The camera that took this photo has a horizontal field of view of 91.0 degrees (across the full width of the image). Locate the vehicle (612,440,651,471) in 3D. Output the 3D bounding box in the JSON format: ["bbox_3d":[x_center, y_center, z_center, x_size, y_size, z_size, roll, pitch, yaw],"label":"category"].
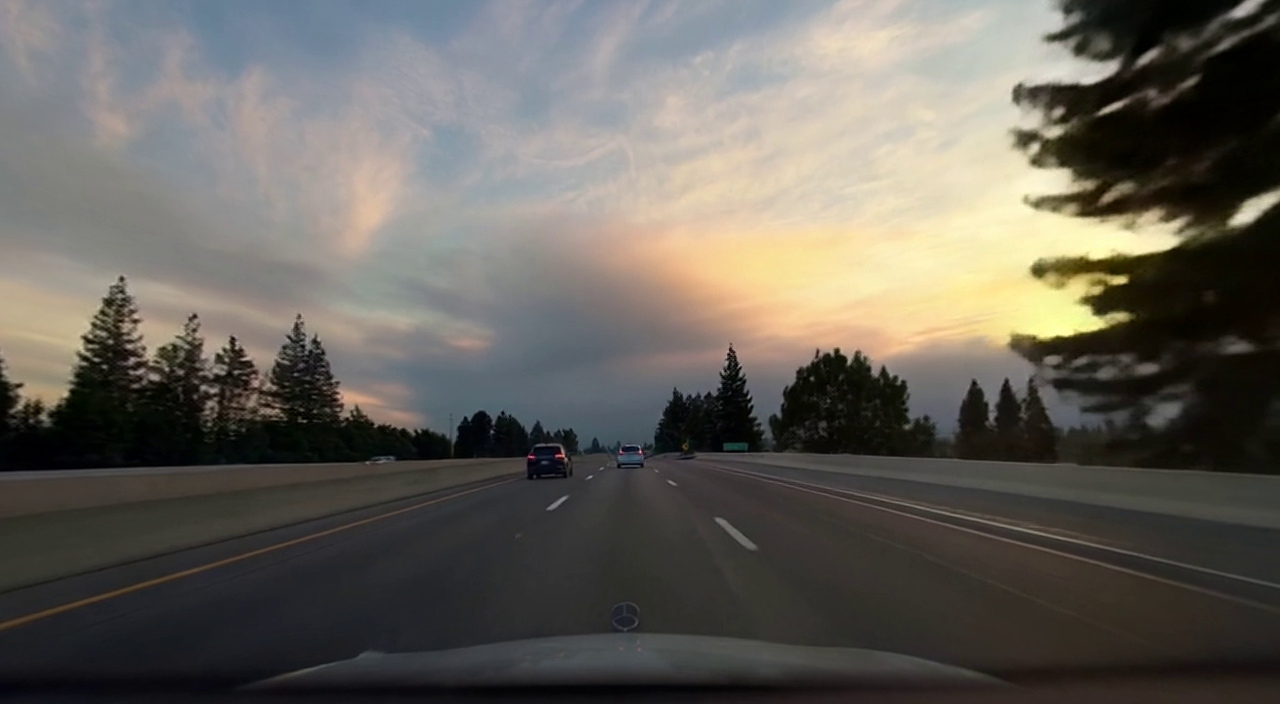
[{"bbox_3d":[-0.512,5.974,36.503,2.130,1.684,3.826,0,-8,-1],"label":"vehicle"}]

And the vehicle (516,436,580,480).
[{"bbox_3d":[-3.917,4.612,27.648,2.130,1.741,4.665,0,-8,0],"label":"vehicle"}]
